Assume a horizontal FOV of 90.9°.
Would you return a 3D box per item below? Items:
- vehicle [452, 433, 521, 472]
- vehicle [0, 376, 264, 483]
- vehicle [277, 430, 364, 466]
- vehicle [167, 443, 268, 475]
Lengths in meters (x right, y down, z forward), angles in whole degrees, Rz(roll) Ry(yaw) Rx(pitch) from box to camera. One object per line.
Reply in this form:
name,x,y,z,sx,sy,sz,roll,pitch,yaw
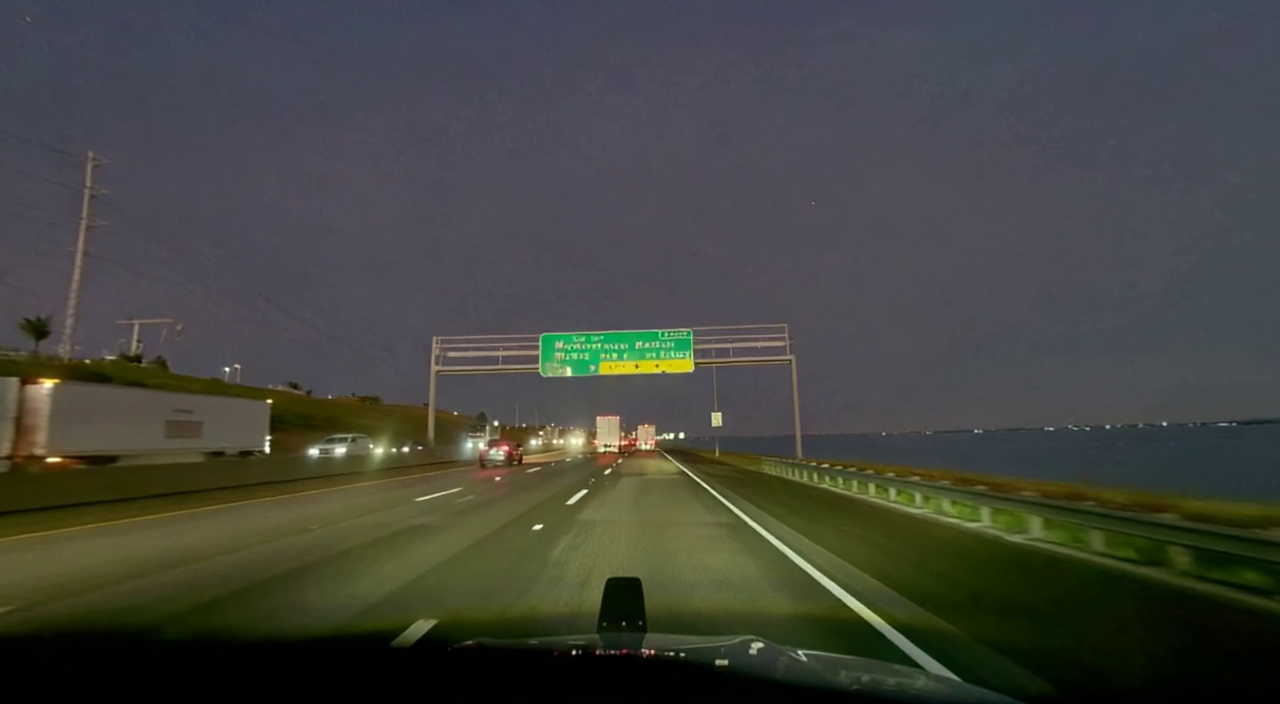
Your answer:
vehicle,-7.491,4.954,31.336,2.192,1.762,4.559,0,-8,1
vehicle,-24.717,4.046,31.852,2.902,4.196,13.673,0,-8,0
vehicle,-16.625,5.045,33.145,2.021,1.744,4.750,0,-8,0
vehicle,-20.991,5.306,31.577,1.909,1.460,4.467,0,-8,0
